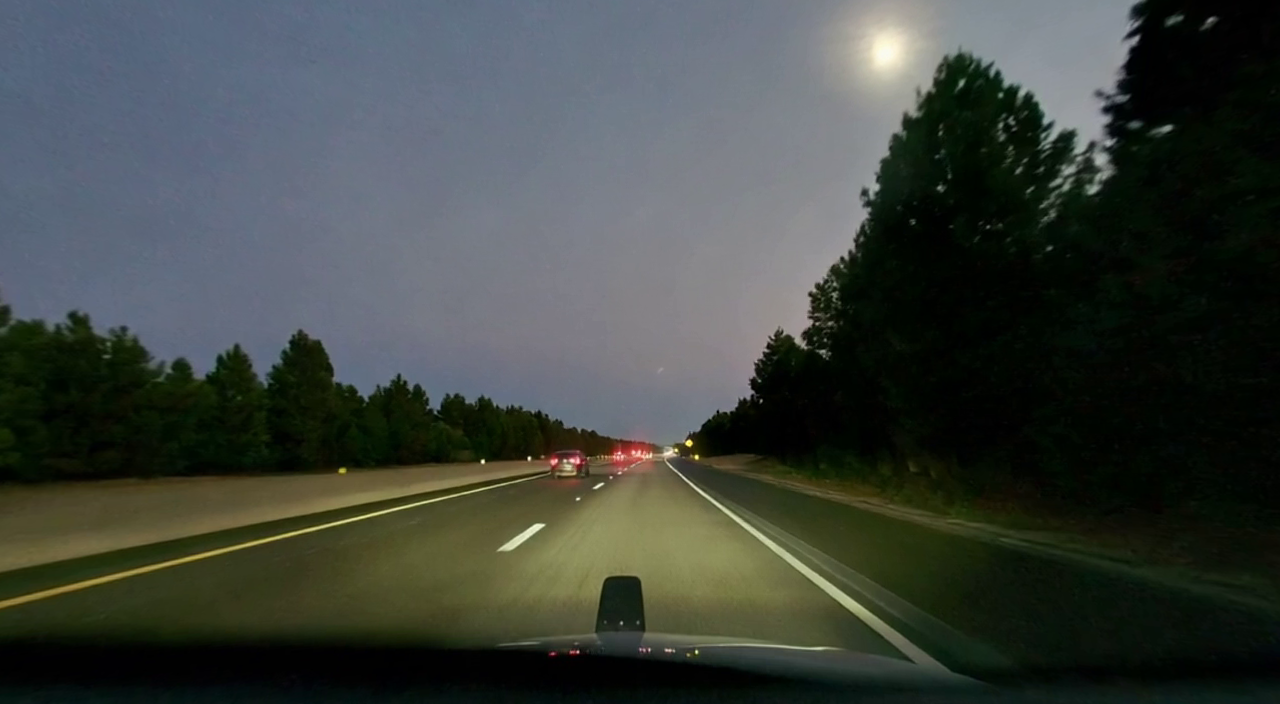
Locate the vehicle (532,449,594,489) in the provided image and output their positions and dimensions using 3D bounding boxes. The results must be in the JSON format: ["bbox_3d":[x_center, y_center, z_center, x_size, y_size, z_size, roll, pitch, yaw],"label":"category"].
[{"bbox_3d":[-3.013,4.685,25.541,1.917,1.450,3.997,0,-9,1],"label":"vehicle"}]
